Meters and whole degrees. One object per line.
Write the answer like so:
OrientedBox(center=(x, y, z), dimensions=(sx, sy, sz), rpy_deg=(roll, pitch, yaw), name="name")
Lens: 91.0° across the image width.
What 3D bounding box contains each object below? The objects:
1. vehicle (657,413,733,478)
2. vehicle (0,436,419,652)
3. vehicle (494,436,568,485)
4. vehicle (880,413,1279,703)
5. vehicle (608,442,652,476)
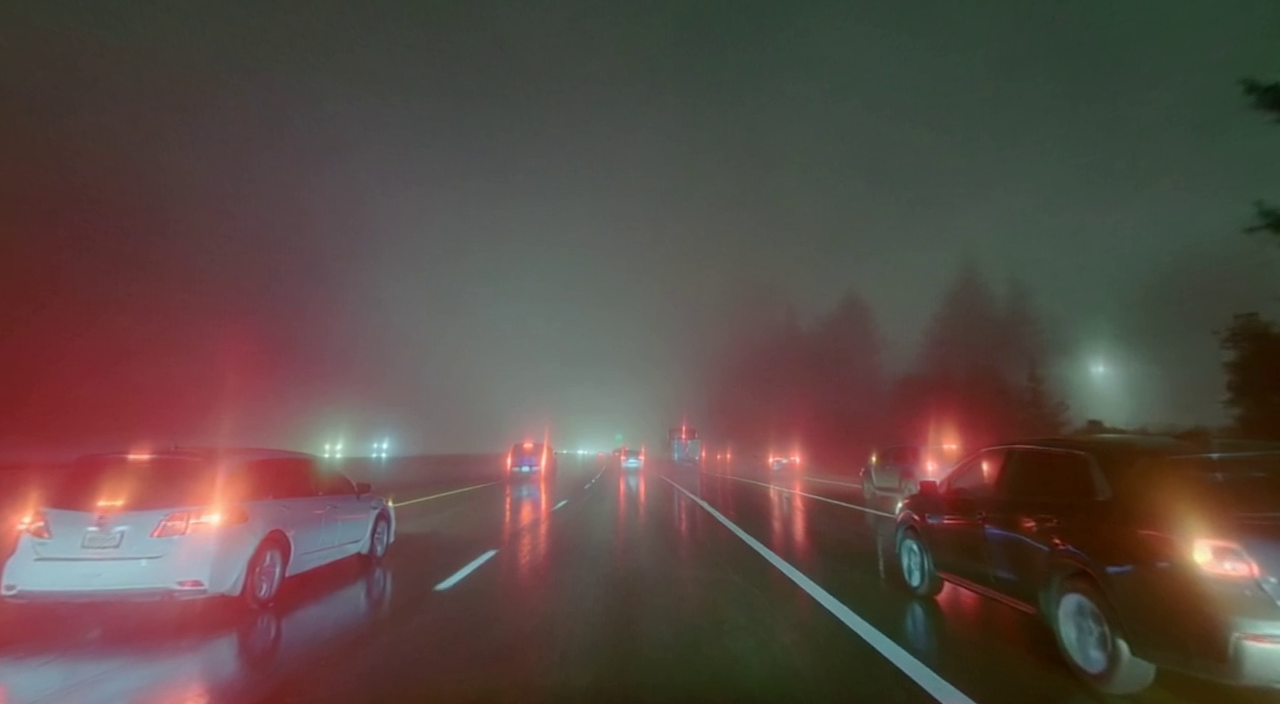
OrientedBox(center=(2.989, 5.715, 38.358), dimensions=(3.426, 3.279, 12.313), rpy_deg=(0, -9, 0), name="vehicle")
OrientedBox(center=(-4.072, 1.629, 6.465), dimensions=(1.947, 1.424, 4.264), rpy_deg=(0, -9, 2), name="vehicle")
OrientedBox(center=(-4.307, 4.407, 25.788), dimensions=(2.176, 1.783, 4.799), rpy_deg=(0, -9, 0), name="vehicle")
OrientedBox(center=(3.124, 1.154, 3.288), dimensions=(2.031, 1.504, 4.327), rpy_deg=(0, -9, 0), name="vehicle")
OrientedBox(center=(-0.553, 5.755, 34.111), dimensions=(2.235, 1.682, 4.094), rpy_deg=(0, -9, -1), name="vehicle")
